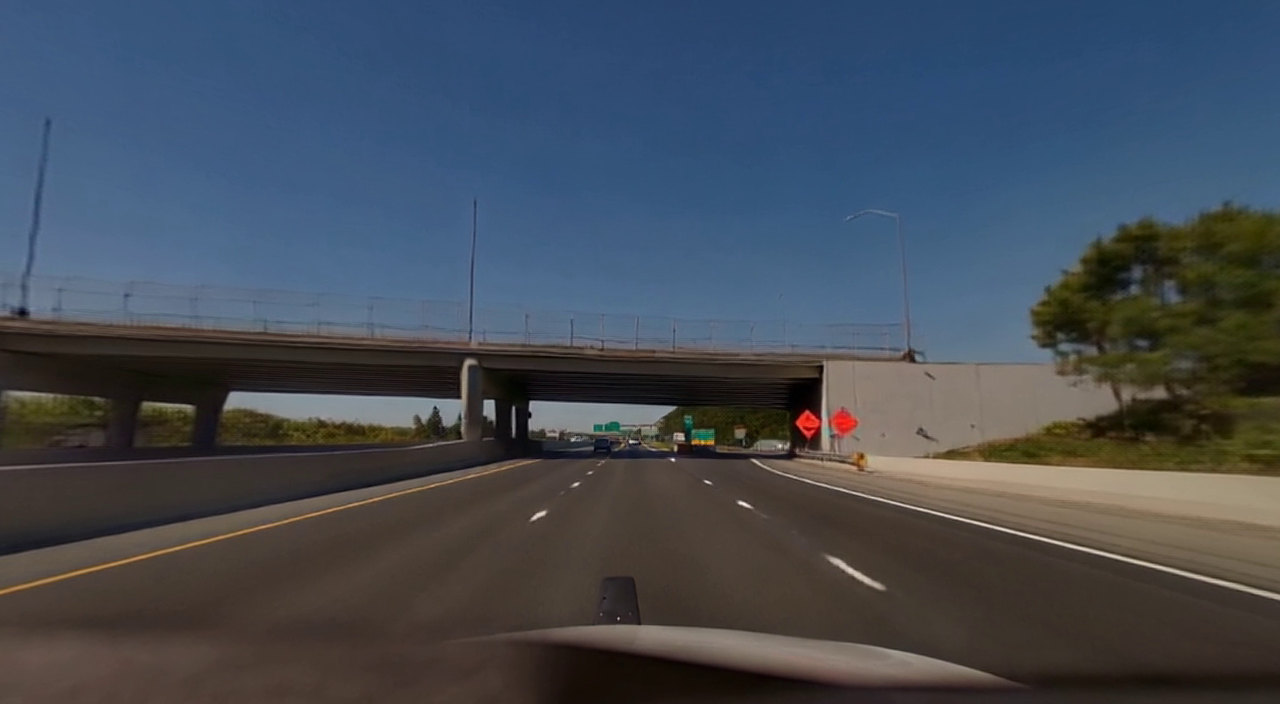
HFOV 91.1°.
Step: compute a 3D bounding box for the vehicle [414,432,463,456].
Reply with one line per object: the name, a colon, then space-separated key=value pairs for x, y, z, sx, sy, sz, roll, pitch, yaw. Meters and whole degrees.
vehicle: x=-13.067 y=5.983 z=40.976 sx=1.851 sy=1.500 sz=4.375 roll=0 pitch=-8 yaw=-1
